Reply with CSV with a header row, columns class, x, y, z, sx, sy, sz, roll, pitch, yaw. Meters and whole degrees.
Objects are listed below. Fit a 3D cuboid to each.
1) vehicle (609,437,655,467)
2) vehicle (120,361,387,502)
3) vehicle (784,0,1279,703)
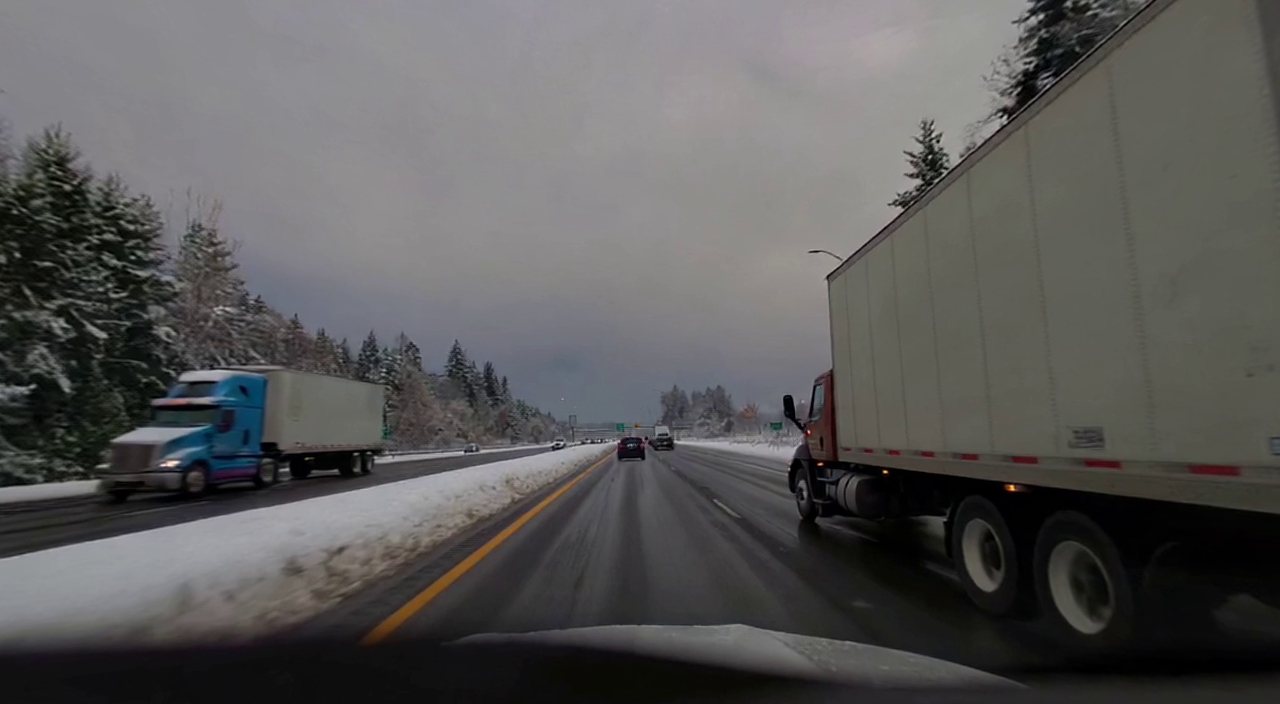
class,x,y,z,sx,sy,sz,roll,pitch,yaw
vehicle,-0.458,5.176,32.999,2.259,1.466,3.693,0,-8,-1
vehicle,-13.533,3.043,24.107,3.190,4.107,11.334,0,-8,-1
vehicle,3.860,0.406,5.909,2.921,3.526,8.207,0,-8,-1
